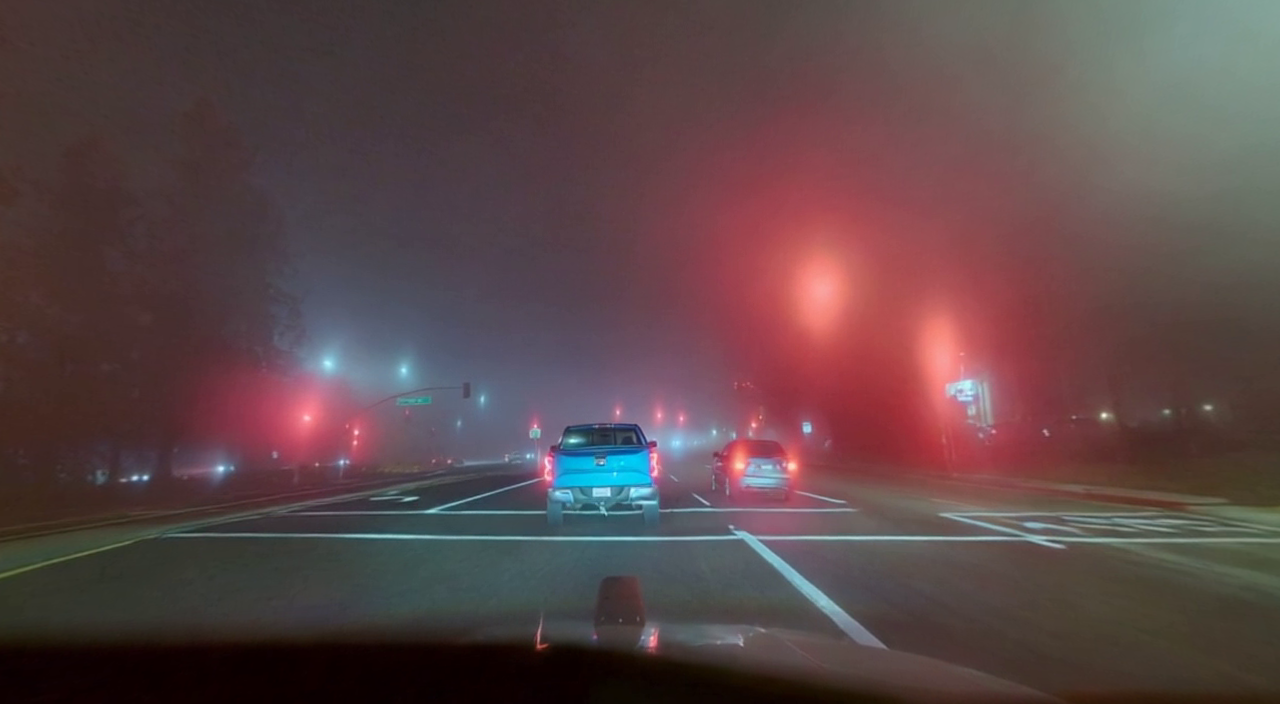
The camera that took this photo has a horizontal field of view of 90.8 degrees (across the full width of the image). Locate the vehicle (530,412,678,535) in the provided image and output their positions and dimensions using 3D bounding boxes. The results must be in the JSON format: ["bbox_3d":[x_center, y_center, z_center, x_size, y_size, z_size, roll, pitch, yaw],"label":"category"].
[{"bbox_3d":[-0.531,2.112,11.608,2.145,1.762,4.731,0,-8,0],"label":"vehicle"}]

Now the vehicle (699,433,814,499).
[{"bbox_3d":[2.866,2.930,16.659,2.073,1.484,4.437,0,-8,-1],"label":"vehicle"}]
